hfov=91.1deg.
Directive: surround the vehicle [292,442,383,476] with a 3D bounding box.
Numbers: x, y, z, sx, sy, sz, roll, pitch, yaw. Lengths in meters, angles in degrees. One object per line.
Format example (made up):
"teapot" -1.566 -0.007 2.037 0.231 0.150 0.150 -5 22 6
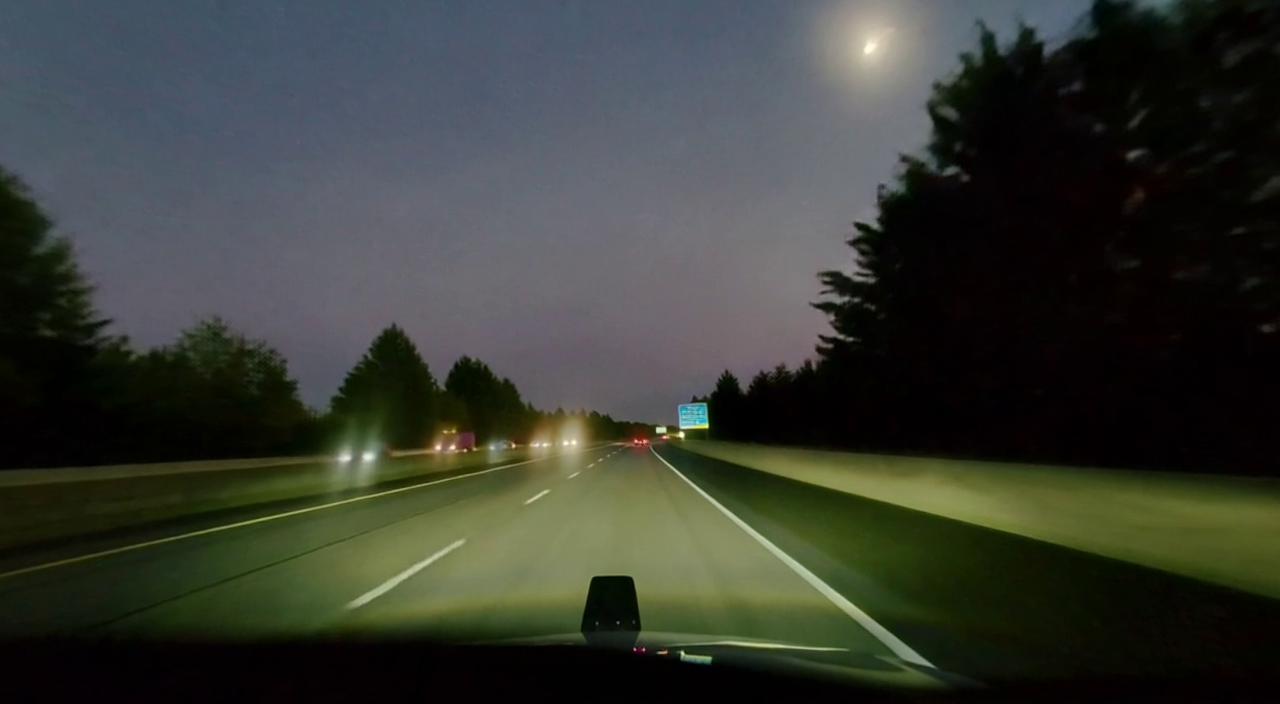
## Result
"vehicle" -14.066 4.976 29.569 1.907 1.420 4.666 0 -8 0
